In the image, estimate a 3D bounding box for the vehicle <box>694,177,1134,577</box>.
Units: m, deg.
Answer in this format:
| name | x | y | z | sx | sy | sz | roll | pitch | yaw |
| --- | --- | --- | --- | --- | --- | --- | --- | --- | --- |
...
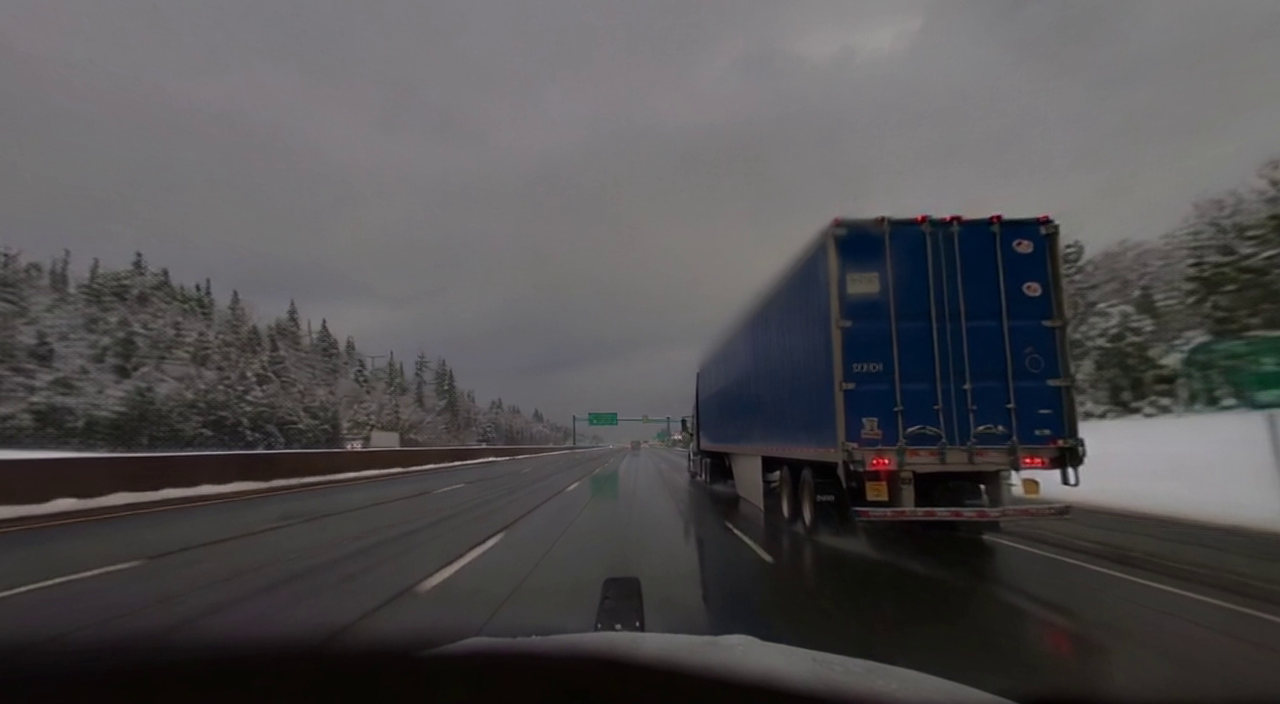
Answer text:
| name | x | y | z | sx | sy | sz | roll | pitch | yaw |
| --- | --- | --- | --- | --- | --- | --- | --- | --- | --- |
| vehicle | 3.424 | 1.395 | 14.646 | 2.743 | 4.160 | 16.408 | 0 | -9 | -1 |
